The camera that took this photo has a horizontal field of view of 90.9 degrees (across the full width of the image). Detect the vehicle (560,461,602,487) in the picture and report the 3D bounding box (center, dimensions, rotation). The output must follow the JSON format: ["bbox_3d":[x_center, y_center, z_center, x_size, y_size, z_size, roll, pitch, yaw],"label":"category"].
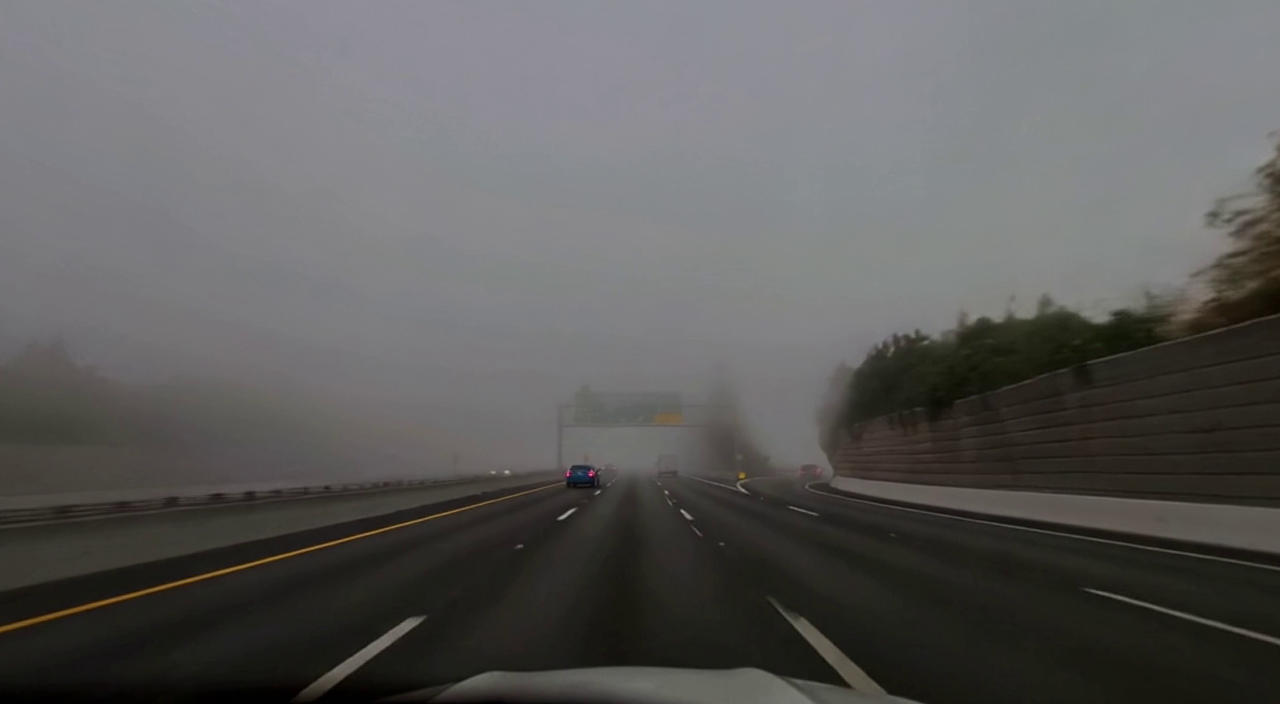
[{"bbox_3d":[-3.621,7.641,39.474,2.045,1.487,4.582,1,-10,1],"label":"vehicle"}]
